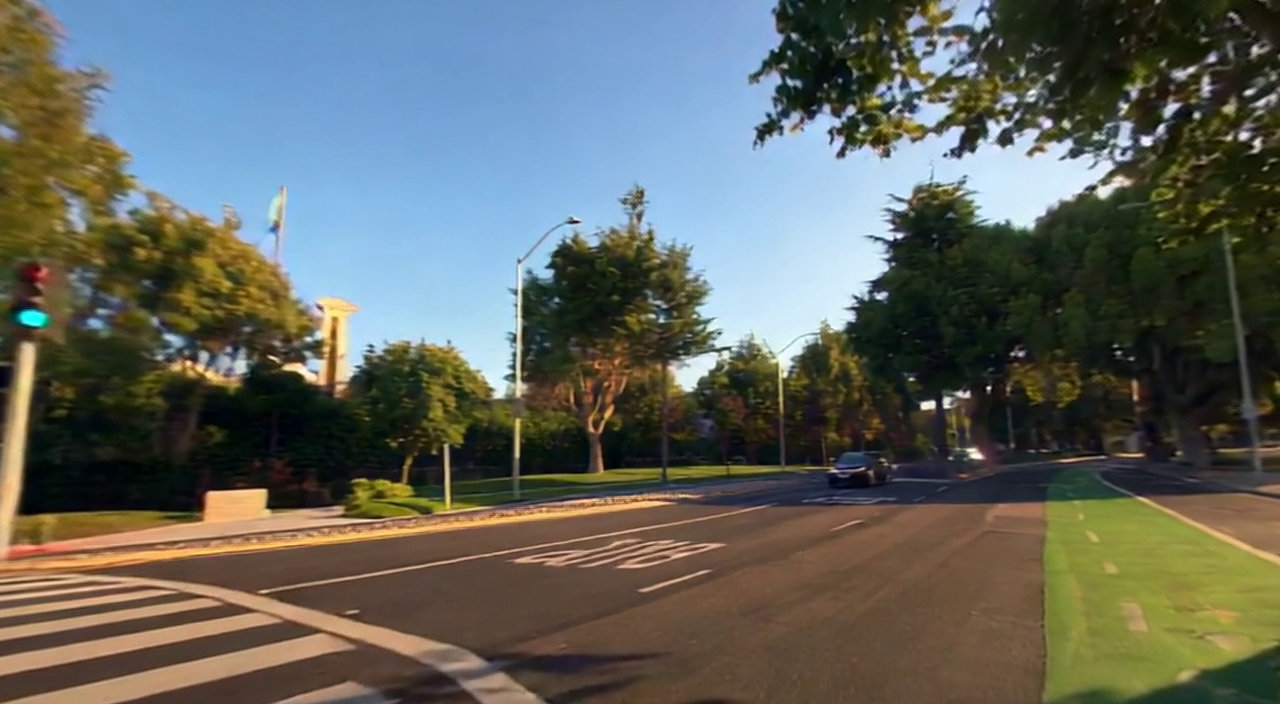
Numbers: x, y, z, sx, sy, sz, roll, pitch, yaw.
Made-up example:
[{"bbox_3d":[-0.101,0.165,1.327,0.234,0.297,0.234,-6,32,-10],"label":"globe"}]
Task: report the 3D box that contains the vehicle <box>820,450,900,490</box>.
[{"bbox_3d":[9.183,4.811,26.117,2.071,1.456,4.663,-6,-11,32],"label":"vehicle"}]
